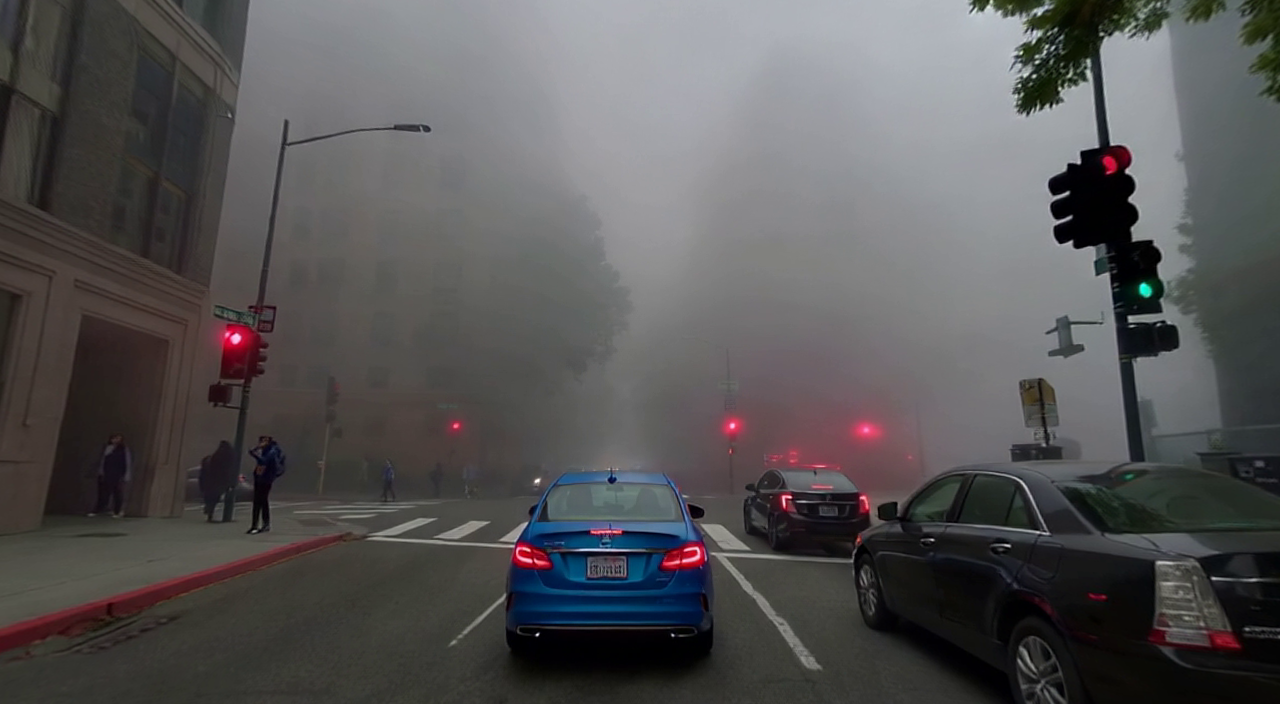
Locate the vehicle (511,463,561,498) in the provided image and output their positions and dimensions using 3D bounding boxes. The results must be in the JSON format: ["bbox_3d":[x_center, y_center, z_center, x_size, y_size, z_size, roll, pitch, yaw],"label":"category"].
[{"bbox_3d":[-6.342,7.876,39.011,2.226,1.896,4.438,-1,-9,1],"label":"vehicle"}]

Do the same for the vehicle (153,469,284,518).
[{"bbox_3d":[-19.782,6.644,29.739,4.750,2.083,2.002,-1,-9,3],"label":"vehicle"}]

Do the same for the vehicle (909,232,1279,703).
[{"bbox_3d":[3.202,0.547,1.228,2.632,1.979,6.096,0,-9,0],"label":"vehicle"}]

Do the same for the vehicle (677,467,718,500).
[{"bbox_3d":[3.473,8.034,38.857,1.908,1.741,4.066,0,-9,-3],"label":"vehicle"}]

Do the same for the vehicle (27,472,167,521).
[{"bbox_3d":[-25.490,6.778,29.735,4.588,2.048,2.110,0,-9,1],"label":"vehicle"}]
